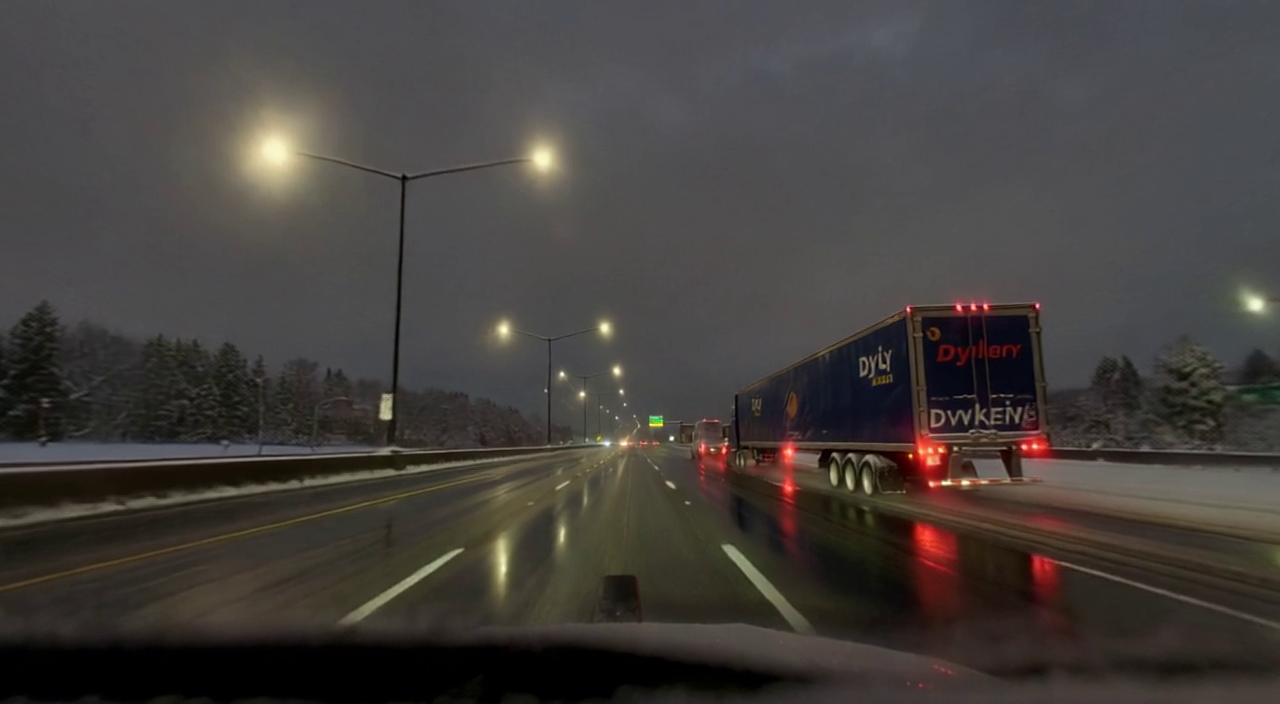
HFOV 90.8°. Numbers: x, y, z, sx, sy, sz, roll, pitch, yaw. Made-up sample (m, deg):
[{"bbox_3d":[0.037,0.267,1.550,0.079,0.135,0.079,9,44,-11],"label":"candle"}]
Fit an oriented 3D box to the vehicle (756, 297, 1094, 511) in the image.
[{"bbox_3d":[6.701,2.086,19.757,2.962,3.947,16.241,0,-8,0],"label":"vehicle"}]
